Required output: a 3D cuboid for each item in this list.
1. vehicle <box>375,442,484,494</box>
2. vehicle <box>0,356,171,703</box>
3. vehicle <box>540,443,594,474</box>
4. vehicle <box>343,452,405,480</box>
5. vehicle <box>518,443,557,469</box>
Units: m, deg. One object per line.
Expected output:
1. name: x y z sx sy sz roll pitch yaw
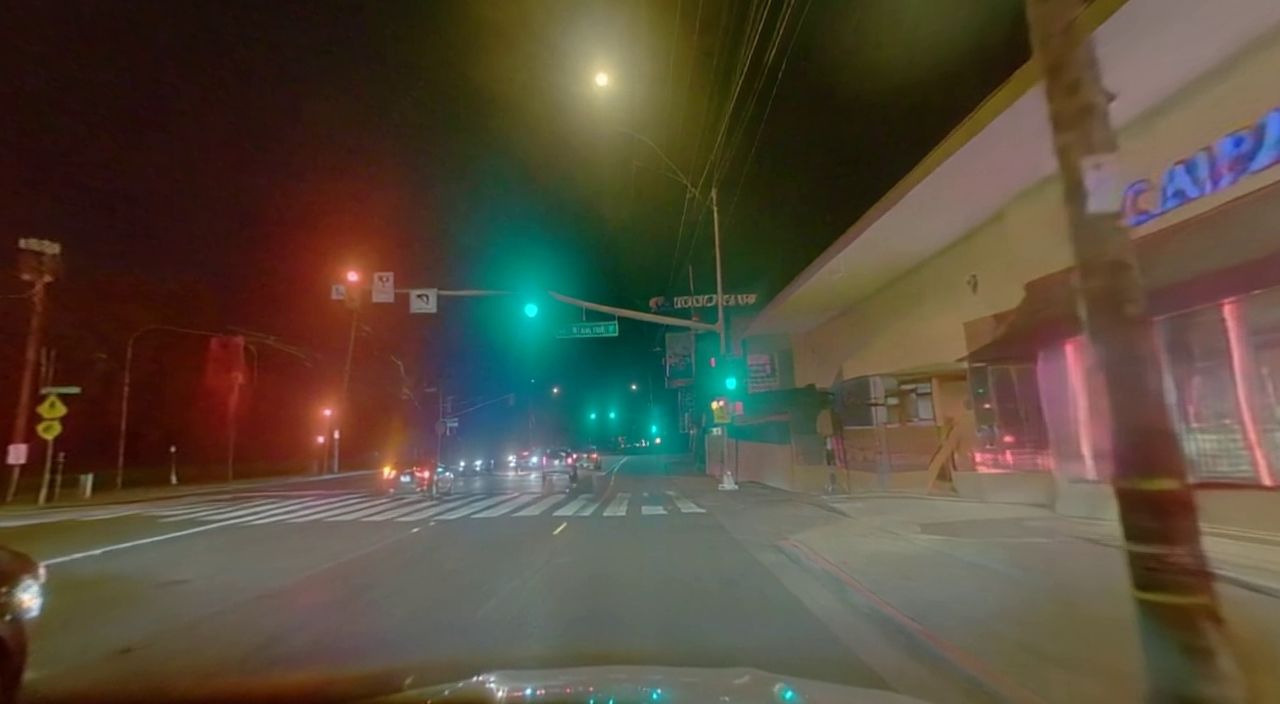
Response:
1. vehicle: -6.652 3.703 20.503 1.960 1.479 4.654 0 -9 0
2. vehicle: -3.413 0.635 0.866 2.042 1.673 4.516 0 -9 0
3. vehicle: -3.667 5.428 32.311 2.147 1.472 4.406 0 -9 1
4. vehicle: -16.390 7.033 39.052 2.000 1.527 4.786 0 -9 -4
5. vehicle: -6.946 7.095 42.935 2.012 1.664 3.917 0 -9 0
